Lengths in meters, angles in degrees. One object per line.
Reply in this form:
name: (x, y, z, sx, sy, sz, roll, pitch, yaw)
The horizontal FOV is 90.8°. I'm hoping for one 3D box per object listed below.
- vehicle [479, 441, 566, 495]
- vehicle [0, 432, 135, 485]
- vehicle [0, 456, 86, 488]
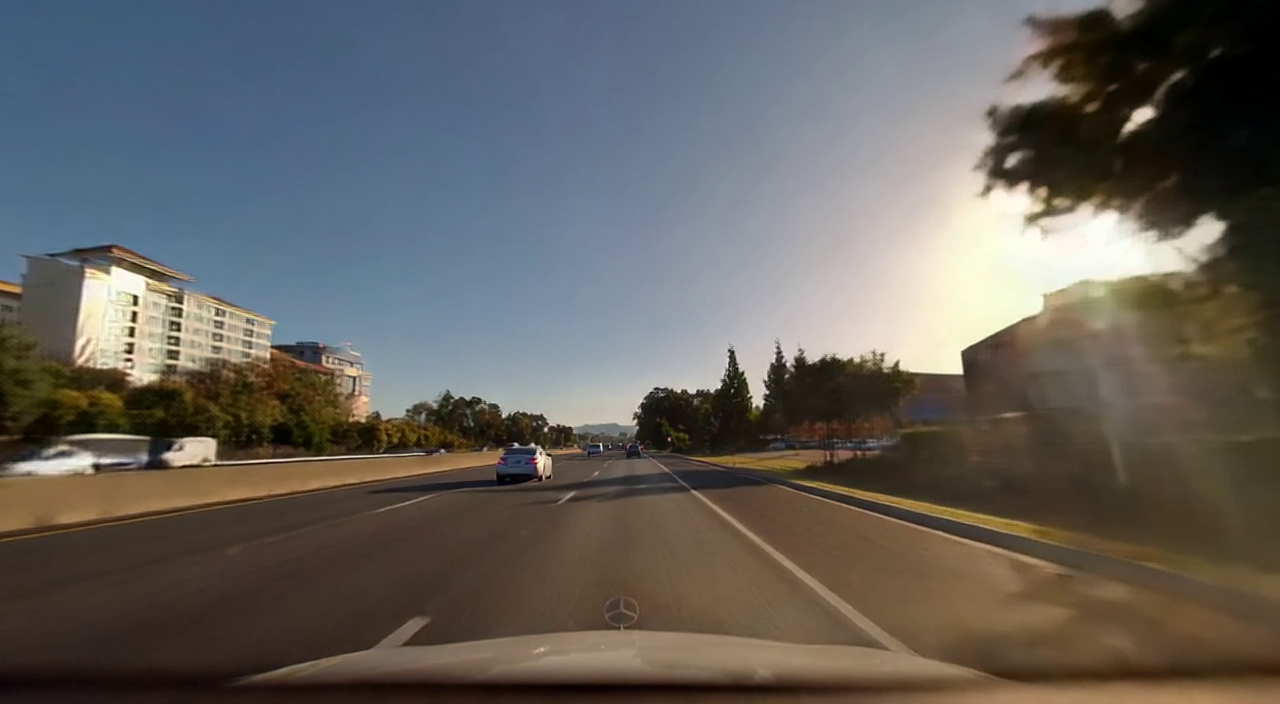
vehicle: (-3.510, 3.542, 19.655, 1.920, 1.463, 4.134, 0, -9, 0)
vehicle: (-40.190, 7.368, 44.052, 2.892, 3.305, 8.355, 0, -9, 0)
vehicle: (-32.024, 6.251, 33.234, 1.794, 1.513, 4.383, 0, -9, 0)
